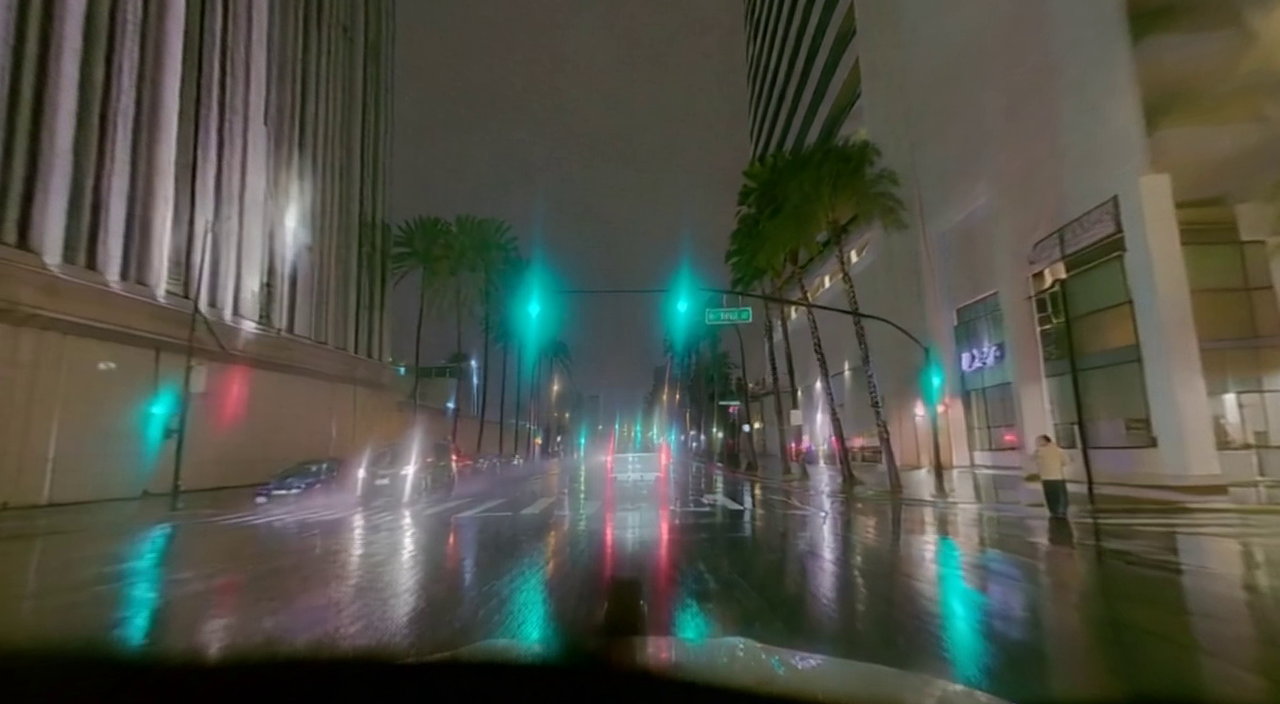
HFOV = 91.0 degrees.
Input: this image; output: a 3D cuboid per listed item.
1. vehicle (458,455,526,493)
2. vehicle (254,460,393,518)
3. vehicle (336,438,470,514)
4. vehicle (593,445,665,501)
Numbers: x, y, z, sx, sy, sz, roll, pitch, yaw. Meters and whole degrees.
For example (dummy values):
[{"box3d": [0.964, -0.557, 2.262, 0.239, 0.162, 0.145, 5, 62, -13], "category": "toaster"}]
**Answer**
[{"box3d": [-6.498, 5.380, 28.199, 1.951, 1.476, 4.452, 0, -9, 0], "category": "vehicle"}, {"box3d": [-9.655, 4.164, 19.674, 1.977, 1.475, 4.491, 0, -9, 0], "category": "vehicle"}, {"box3d": [-6.685, 3.520, 18.451, 2.070, 1.893, 4.738, 0, -9, 0], "category": "vehicle"}, {"box3d": [-0.354, 3.913, 20.829, 2.145, 1.632, 3.972, 0, -9, -1], "category": "vehicle"}]
